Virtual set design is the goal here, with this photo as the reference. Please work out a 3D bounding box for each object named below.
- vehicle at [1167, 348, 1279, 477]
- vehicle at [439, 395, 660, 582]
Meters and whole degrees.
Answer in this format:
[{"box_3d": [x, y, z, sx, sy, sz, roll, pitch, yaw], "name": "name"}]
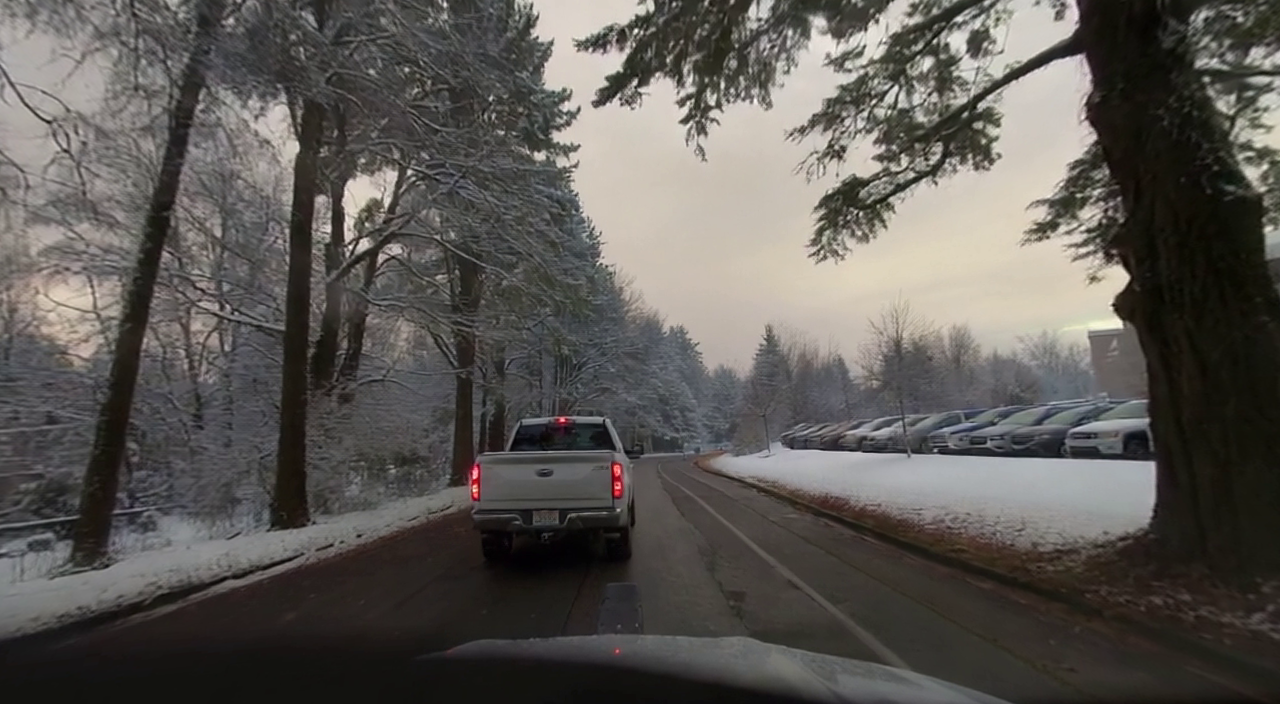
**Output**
[{"box_3d": [12.560, 1.122, 10.636, 5.191, 1.983, 2.335, 1, -8, 2], "name": "vehicle"}, {"box_3d": [-0.834, 1.703, 8.773, 2.157, 1.816, 5.039, 0, -8, 1], "name": "vehicle"}]
